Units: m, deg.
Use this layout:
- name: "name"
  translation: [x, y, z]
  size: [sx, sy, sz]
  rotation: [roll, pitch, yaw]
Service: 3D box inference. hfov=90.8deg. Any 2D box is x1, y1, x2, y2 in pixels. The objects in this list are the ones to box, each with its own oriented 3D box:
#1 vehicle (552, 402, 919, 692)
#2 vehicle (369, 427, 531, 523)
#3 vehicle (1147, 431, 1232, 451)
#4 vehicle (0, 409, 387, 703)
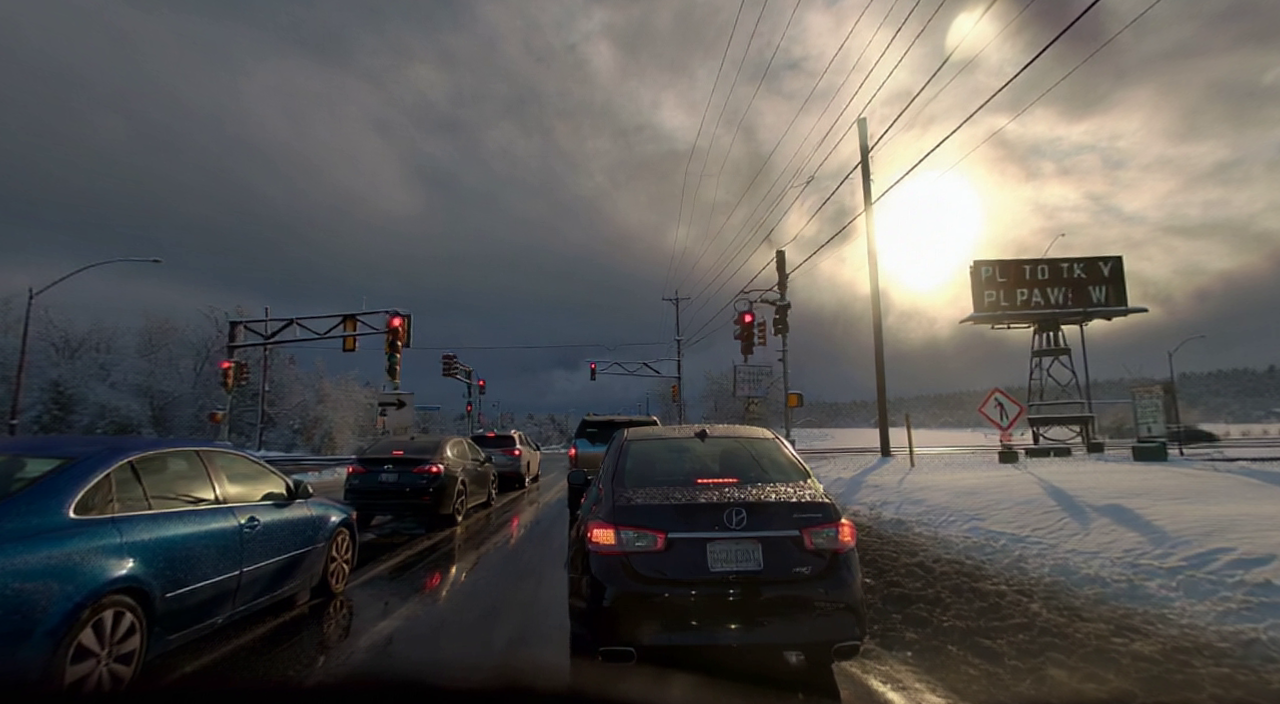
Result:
- name: "vehicle"
  translation: [0.406, 1.339, 5.460]
  size: [1.998, 1.529, 3.960]
  rotation: [1, -9, -4]
- name: "vehicle"
  translation: [-3.365, 2.259, 12.083]
  size: [1.984, 1.505, 3.982]
  rotation: [0, -9, -2]
- name: "vehicle"
  translation: [40.776, 6.638, 46.938]
  size: [4.453, 1.476, 1.887]
  rotation: [0, -9, 0]
- name: "vehicle"
  translation: [-3.710, 1.250, 4.462]
  size: [1.956, 1.468, 4.585]
  rotation: [0, -9, 0]
